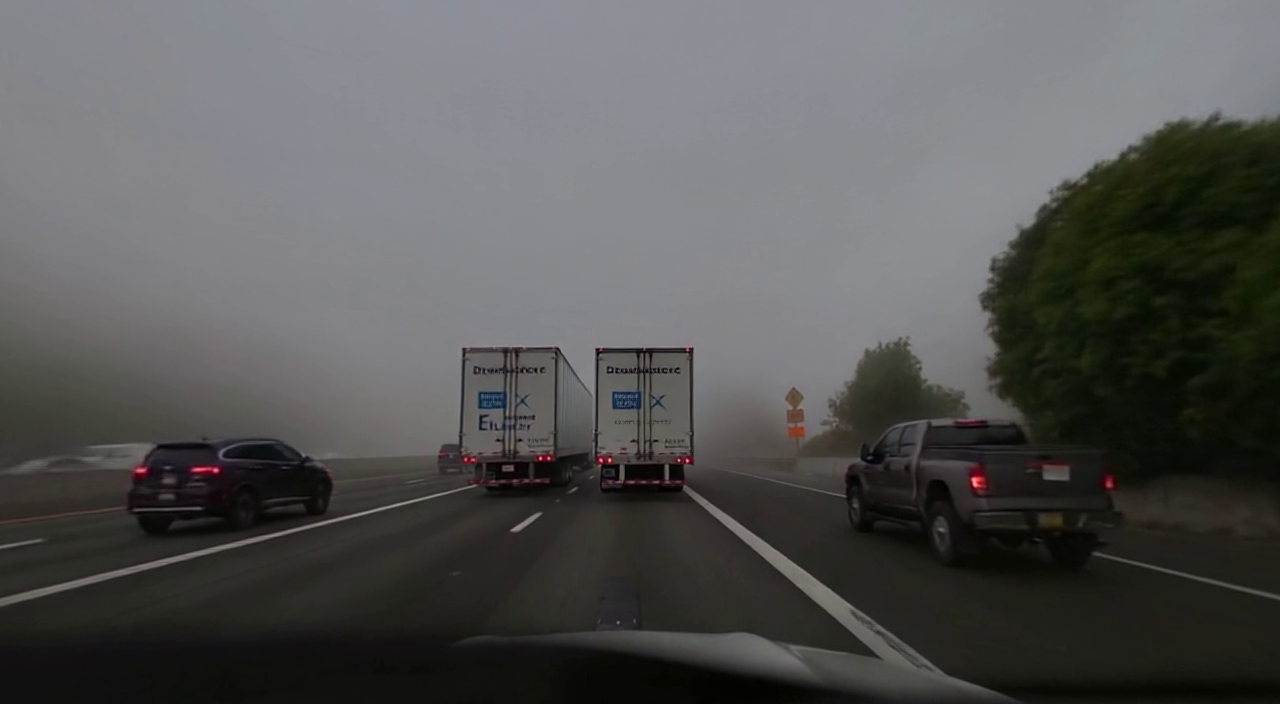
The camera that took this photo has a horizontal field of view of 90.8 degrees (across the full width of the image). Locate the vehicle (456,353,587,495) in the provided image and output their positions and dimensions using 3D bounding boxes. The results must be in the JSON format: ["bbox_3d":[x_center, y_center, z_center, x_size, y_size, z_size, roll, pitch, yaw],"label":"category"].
[{"bbox_3d":[-3.896,2.913,24.031,2.888,4.154,10.960,0,-9,0],"label":"vehicle"}]

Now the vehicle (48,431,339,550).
[{"bbox_3d":[-7.536,2.342,11.408,2.017,1.694,4.420,0,-9,-1],"label":"vehicle"}]

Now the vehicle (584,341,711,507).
[{"bbox_3d":[0.051,2.366,19.549,2.910,3.828,9.805,0,-9,-1],"label":"vehicle"}]

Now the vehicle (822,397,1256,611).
[{"bbox_3d":[4.002,1.610,7.647,2.136,1.753,4.644,0,-9,-1],"label":"vehicle"}]
